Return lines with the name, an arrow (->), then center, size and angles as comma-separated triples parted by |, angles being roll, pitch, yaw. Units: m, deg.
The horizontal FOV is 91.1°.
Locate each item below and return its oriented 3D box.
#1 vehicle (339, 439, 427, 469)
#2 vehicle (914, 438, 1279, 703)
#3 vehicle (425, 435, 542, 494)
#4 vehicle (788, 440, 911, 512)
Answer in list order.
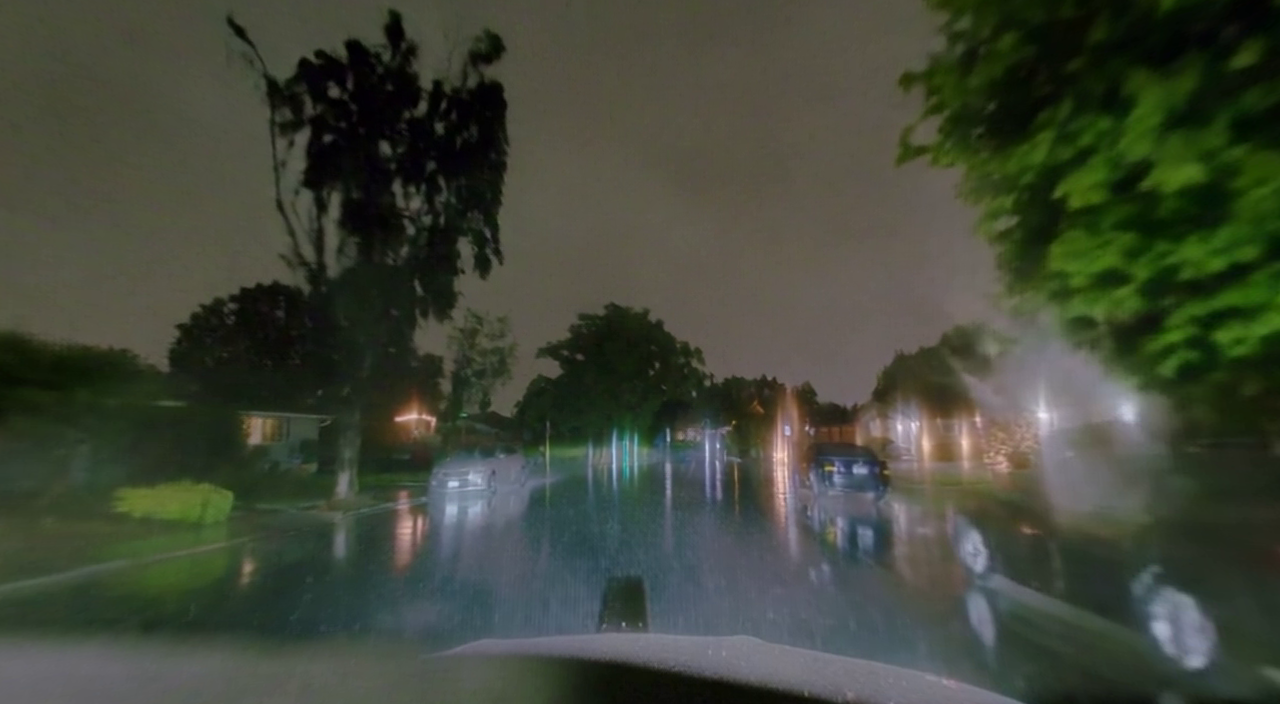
vehicle -> -16.991, 6.758, 41.707 | 4.879, 1.867, 2.234 | 1, -8, -4
vehicle -> 3.753, 1.312, 4.271 | 2.088, 1.429, 4.796 | -1, -8, 6
vehicle -> -4.702, 3.528, 19.643 | 1.943, 1.433, 4.717 | -7, -11, 6
vehicle -> 4.934, 2.913, 15.509 | 1.931, 1.395, 4.793 | 0, -8, 7
